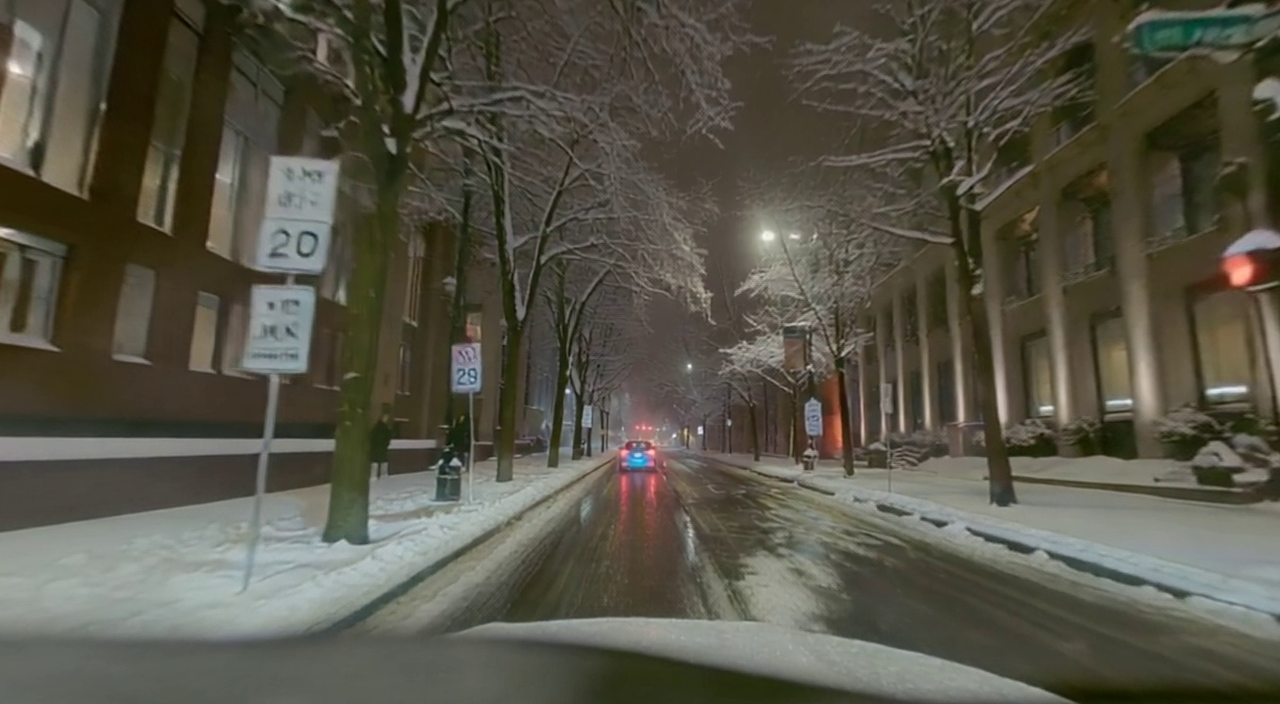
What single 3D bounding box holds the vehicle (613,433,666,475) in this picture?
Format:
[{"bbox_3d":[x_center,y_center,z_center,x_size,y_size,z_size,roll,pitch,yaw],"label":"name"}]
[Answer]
[{"bbox_3d":[-0.058,4.253,26.511,2.079,1.621,3.861,0,-8,-1],"label":"vehicle"}]
